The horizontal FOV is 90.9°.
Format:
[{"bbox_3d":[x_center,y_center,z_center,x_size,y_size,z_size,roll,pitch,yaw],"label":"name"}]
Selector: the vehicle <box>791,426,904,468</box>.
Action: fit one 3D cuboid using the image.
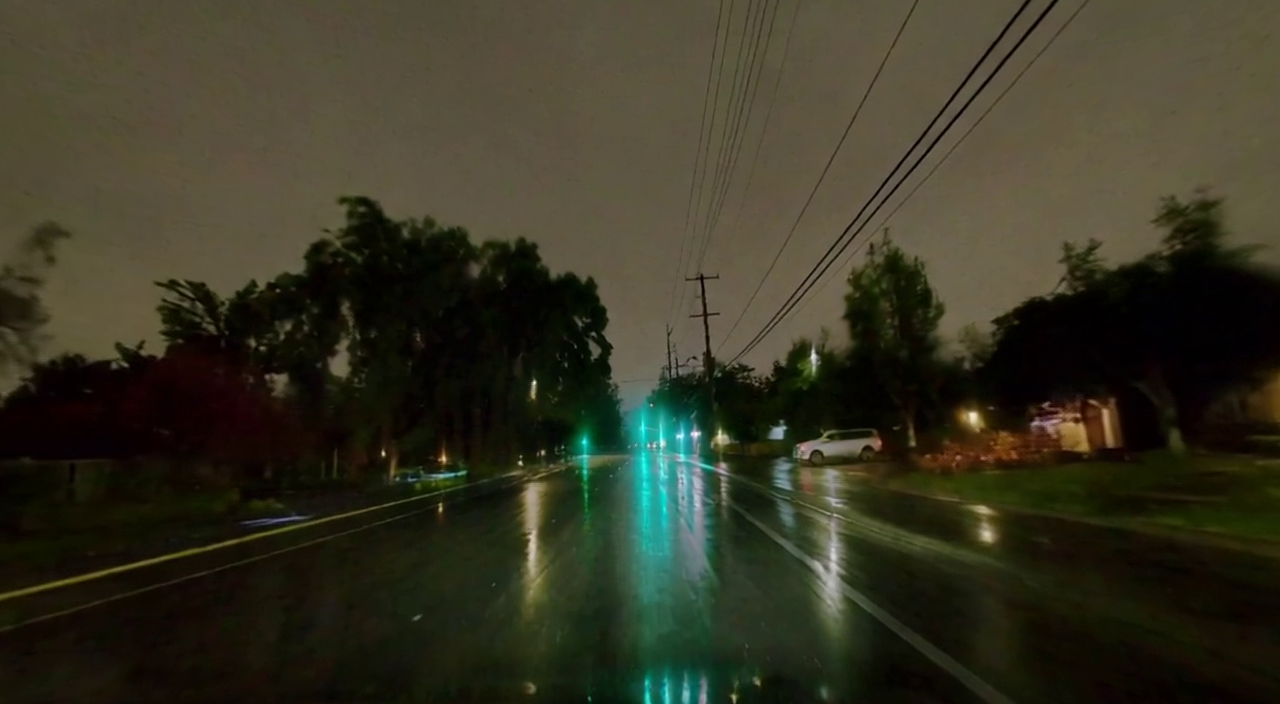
[{"bbox_3d":[9.502,4.406,29.211,4.494,1.850,2.027,0,-9,0],"label":"vehicle"}]
